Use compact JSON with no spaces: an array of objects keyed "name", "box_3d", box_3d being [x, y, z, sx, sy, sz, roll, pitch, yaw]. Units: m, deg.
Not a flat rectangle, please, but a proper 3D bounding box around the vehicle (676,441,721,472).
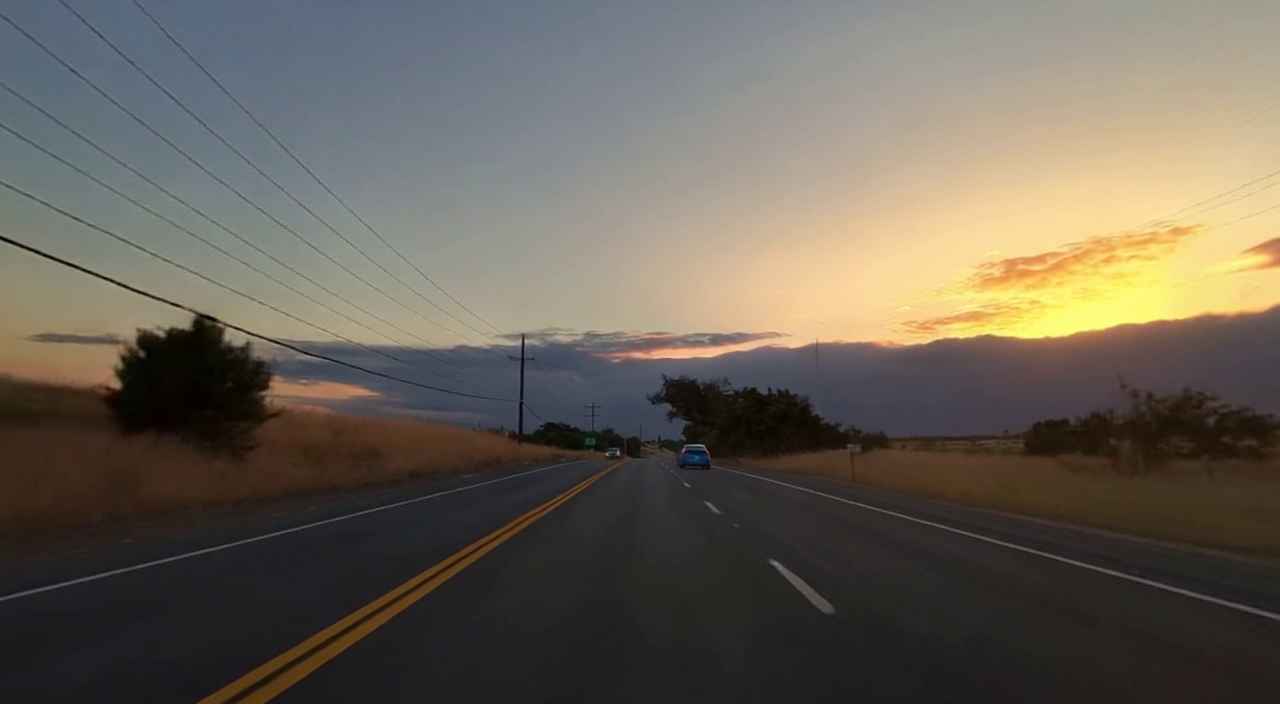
[{"name":"vehicle","box_3d":[3.321,6.030,36.623,2.135,1.692,4.185,0,-9,-2]}]
